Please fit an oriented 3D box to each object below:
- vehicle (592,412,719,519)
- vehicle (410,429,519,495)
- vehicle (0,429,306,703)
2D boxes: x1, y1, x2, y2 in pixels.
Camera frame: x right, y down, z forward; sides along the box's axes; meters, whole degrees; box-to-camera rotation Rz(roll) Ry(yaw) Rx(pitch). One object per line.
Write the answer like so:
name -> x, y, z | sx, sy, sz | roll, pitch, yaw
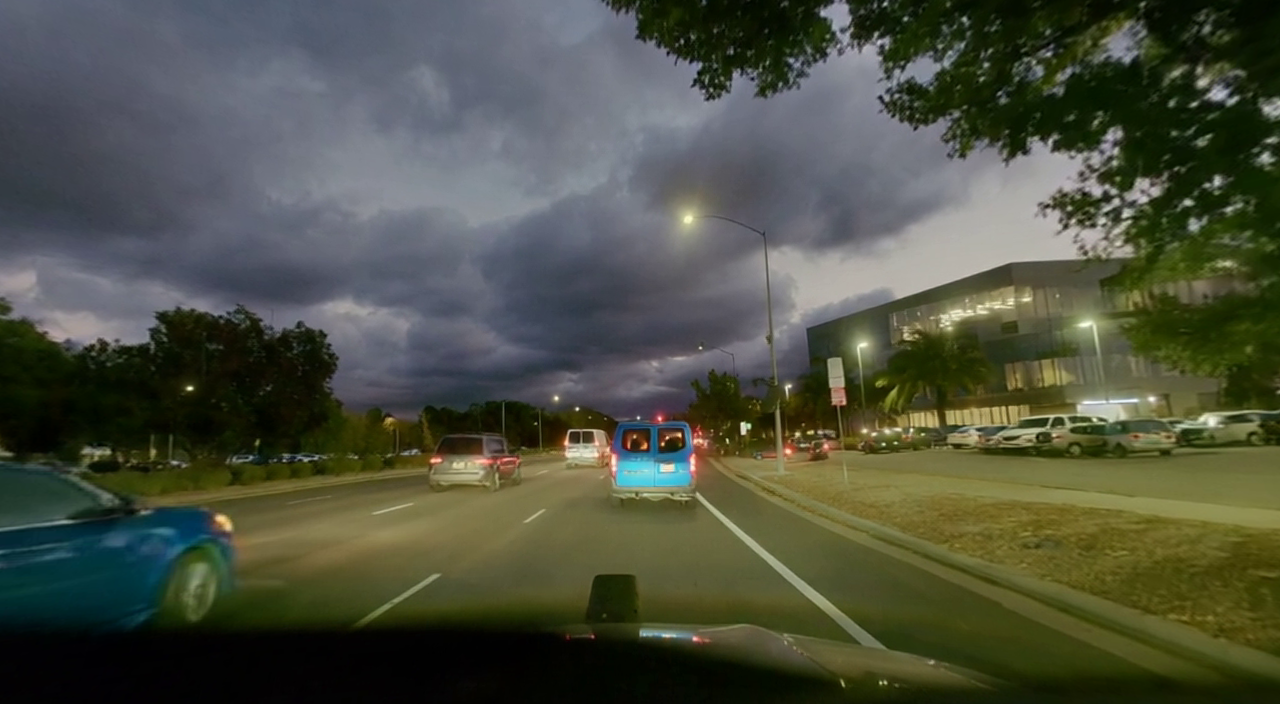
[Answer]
vehicle -> 0.323, 2.278, 13.040 | 2.173, 1.830, 4.189 | 0, -9, 2
vehicle -> -5.078, 3.271, 19.097 | 2.116, 1.714, 4.757 | 0, -9, -2
vehicle -> -4.079, 1.141, 3.243 | 1.991, 1.459, 4.813 | 0, -9, 2
